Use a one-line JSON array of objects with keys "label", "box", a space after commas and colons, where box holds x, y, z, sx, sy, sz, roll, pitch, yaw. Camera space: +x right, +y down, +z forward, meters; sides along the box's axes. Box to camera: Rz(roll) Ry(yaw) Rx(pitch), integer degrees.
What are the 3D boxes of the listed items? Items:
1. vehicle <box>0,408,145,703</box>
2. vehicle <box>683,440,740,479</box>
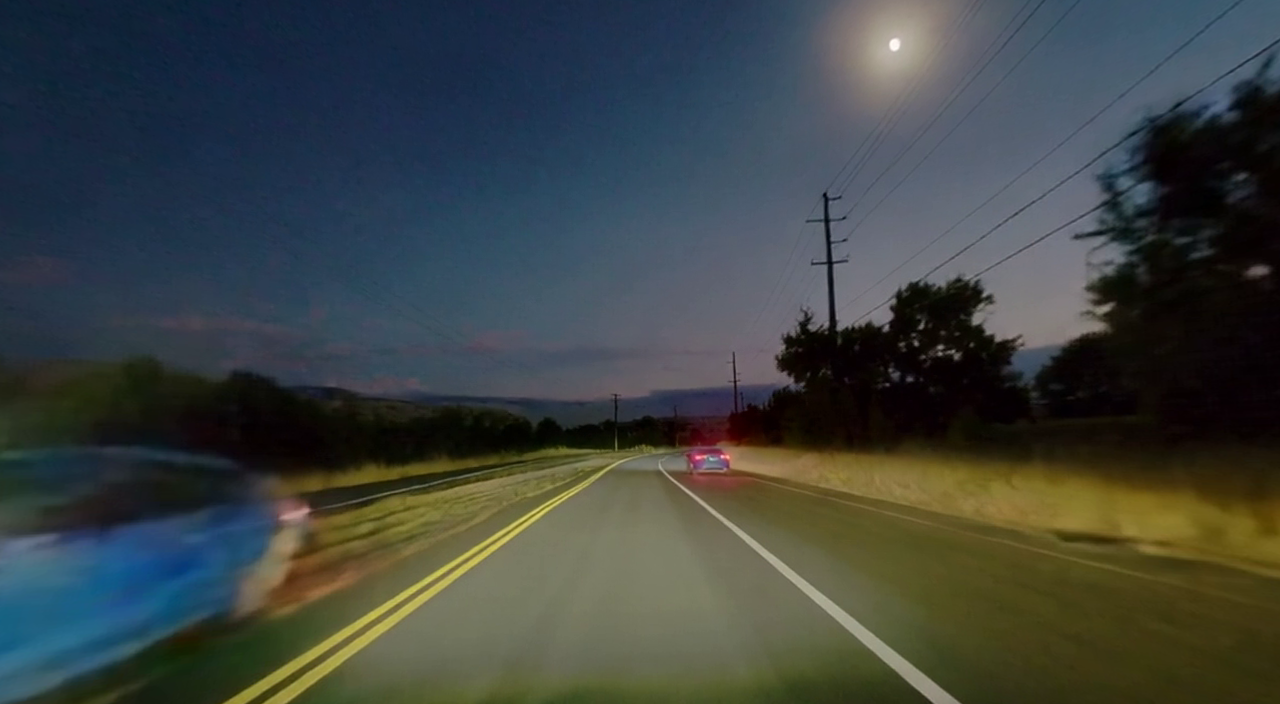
[{"label": "vehicle", "box": [-4.283, 0.848, 1.880, 2.022, 1.506, 4.438, 0, -9, 0]}, {"label": "vehicle", "box": [3.289, 5.021, 29.749, 2.135, 1.692, 4.185, 0, -9, -1]}]
